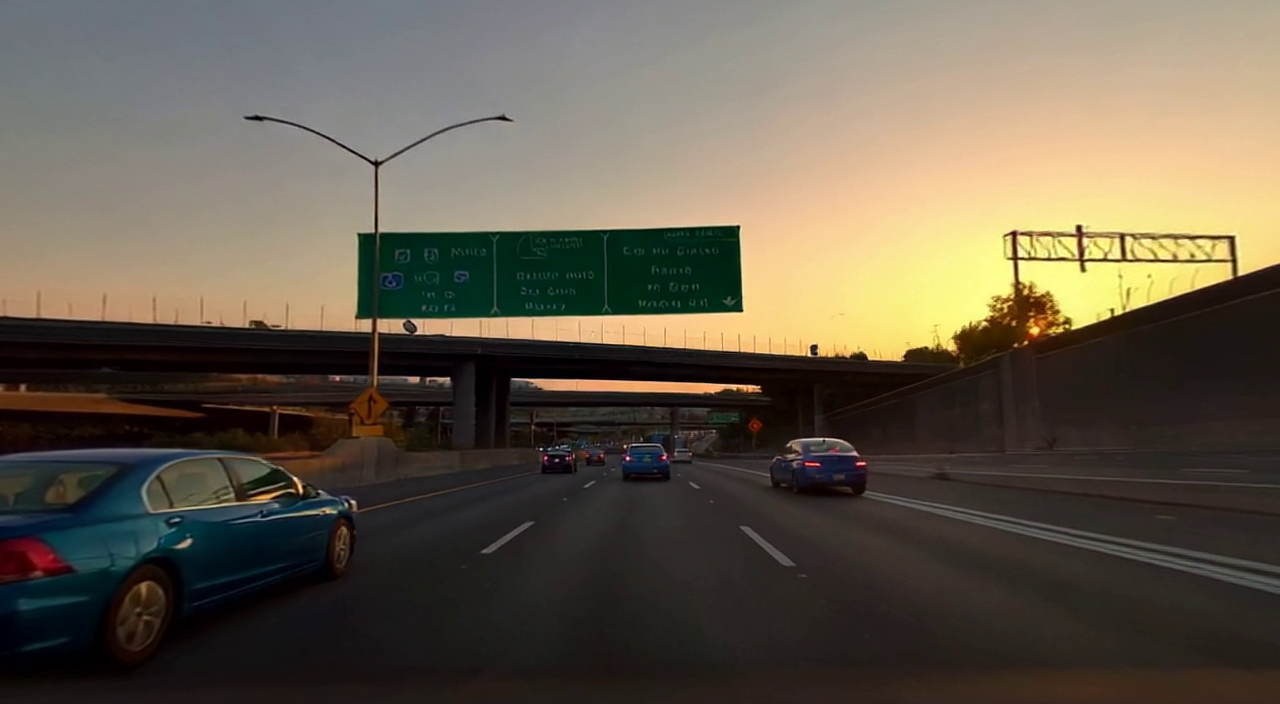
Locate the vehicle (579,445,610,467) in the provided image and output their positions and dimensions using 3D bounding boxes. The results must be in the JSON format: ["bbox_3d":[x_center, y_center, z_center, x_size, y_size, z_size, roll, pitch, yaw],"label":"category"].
[{"bbox_3d":[-3.344,7.714,46.878,1.969,1.480,4.077,0,-9,1],"label":"vehicle"}]

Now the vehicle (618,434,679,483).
[{"bbox_3d":[0.314,4.141,24.695,2.202,1.748,4.158,0,-8,0],"label":"vehicle"}]

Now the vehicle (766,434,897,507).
[{"bbox_3d":[4.882,3.073,16.803,2.055,1.656,4.370,0,-9,-1],"label":"vehicle"}]

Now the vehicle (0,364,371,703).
[{"bbox_3d":[-3.900,1.093,4.217,2.160,1.639,4.431,0,-9,1],"label":"vehicle"}]

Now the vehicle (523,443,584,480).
[{"bbox_3d":[-3.756,4.838,28.113,2.031,1.491,4.145,0,-9,1],"label":"vehicle"}]
